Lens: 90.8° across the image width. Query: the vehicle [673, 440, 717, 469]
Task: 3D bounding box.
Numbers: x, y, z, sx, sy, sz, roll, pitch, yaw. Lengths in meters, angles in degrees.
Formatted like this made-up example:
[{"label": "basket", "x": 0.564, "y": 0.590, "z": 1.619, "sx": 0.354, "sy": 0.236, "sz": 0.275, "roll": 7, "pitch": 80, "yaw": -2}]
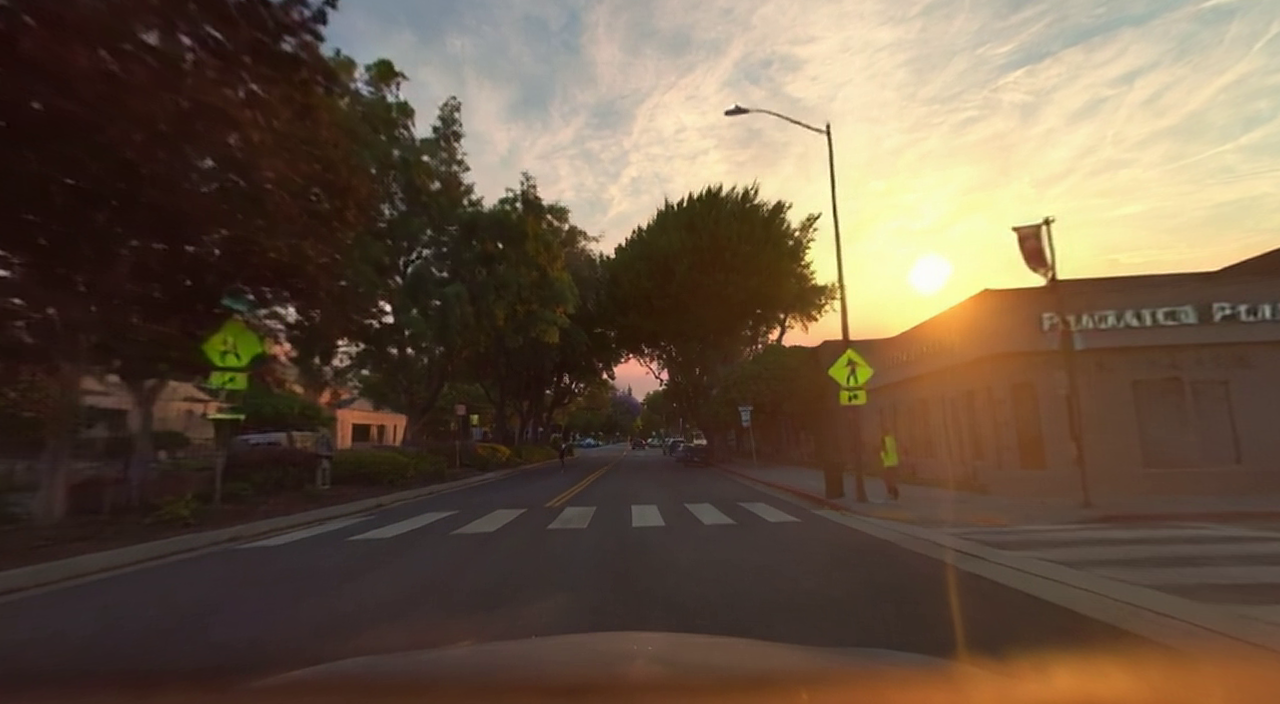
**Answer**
[{"label": "vehicle", "x": 3.103, "y": 5.904, "z": 36.484, "sx": 2.152, "sy": 1.527, "sz": 4.010, "roll": 0, "pitch": -9, "yaw": 0}]
